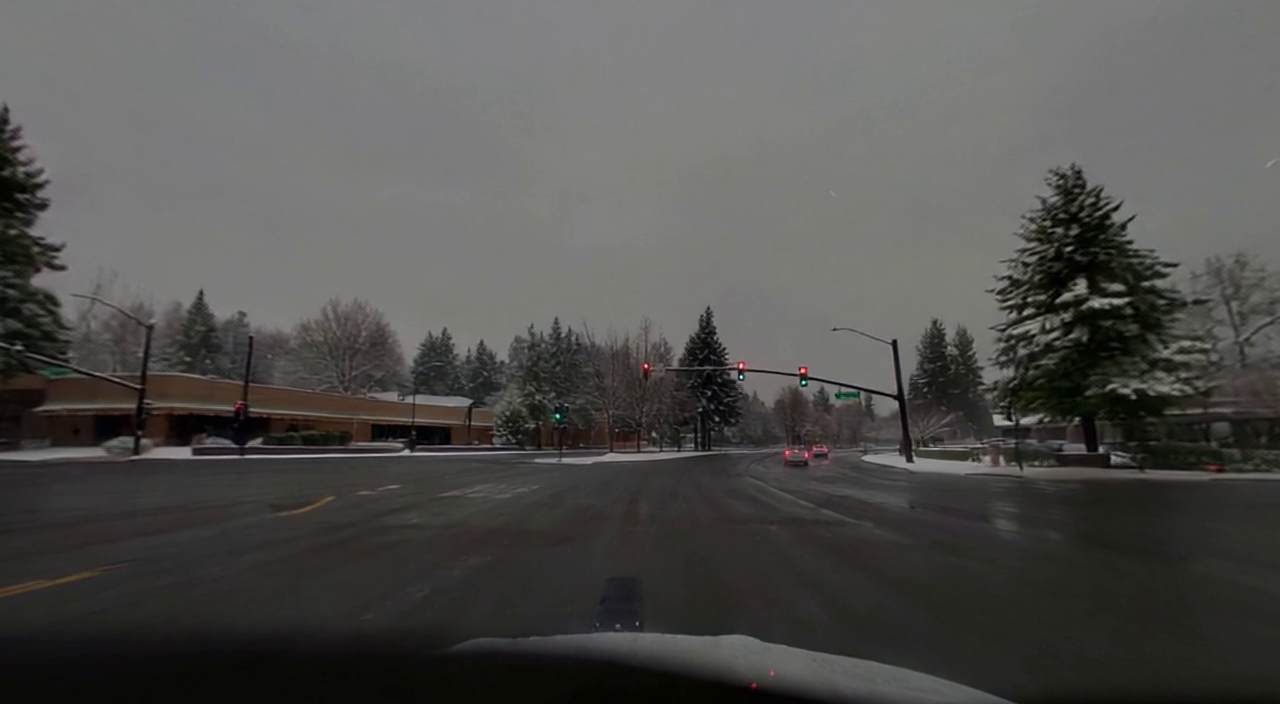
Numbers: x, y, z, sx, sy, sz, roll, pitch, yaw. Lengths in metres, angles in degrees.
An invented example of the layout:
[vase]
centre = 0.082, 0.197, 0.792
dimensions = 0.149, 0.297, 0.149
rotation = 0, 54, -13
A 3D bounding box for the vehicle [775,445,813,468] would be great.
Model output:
[vehicle]
centre = 10.339, 7.003, 42.722
dimensions = 1.988, 1.460, 3.996
rotation = -1, -9, 7
